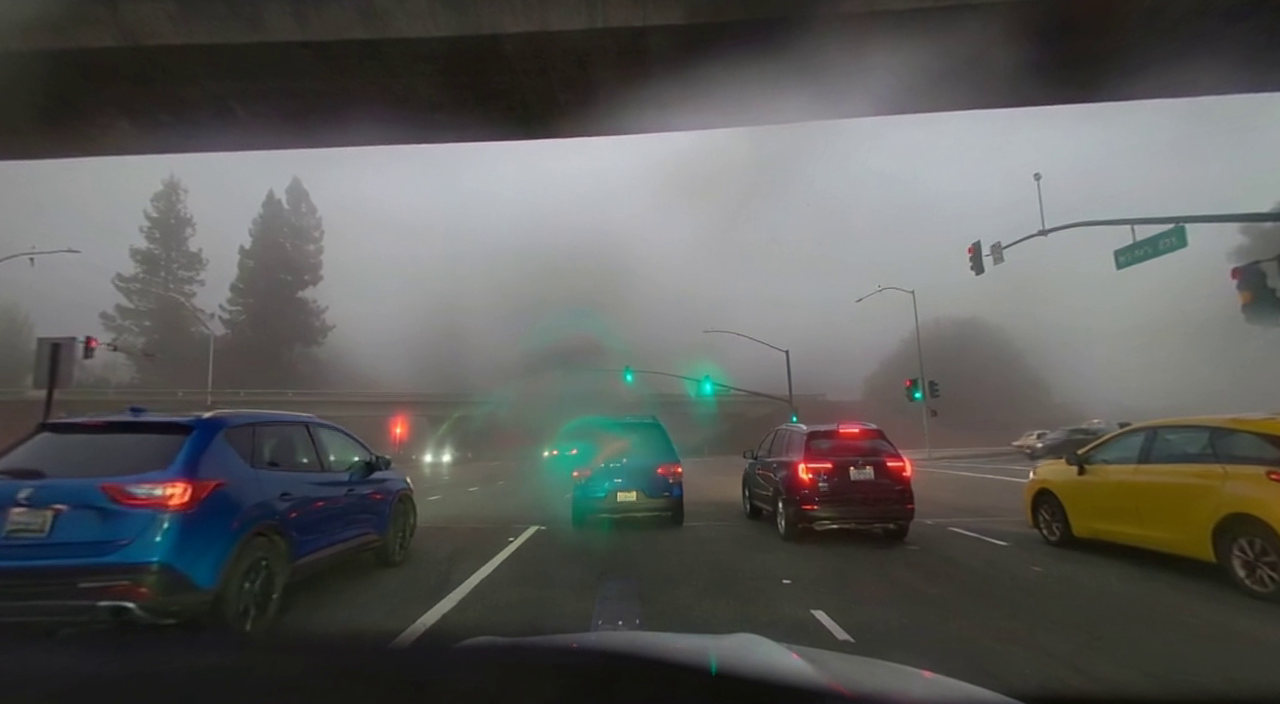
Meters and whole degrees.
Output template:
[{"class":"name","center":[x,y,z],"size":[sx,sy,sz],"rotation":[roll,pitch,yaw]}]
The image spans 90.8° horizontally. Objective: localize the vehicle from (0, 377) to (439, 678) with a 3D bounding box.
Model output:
[{"class":"vehicle","center":[-3.770,1.378,6.150],"size":[2.060,1.768,4.681],"rotation":[0,-8,0]}]

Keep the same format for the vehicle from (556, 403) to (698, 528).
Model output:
[{"class":"vehicle","center":[-0.279,2.212,12.815],"size":[2.342,2.026,4.642],"rotation":[0,-8,-2]}]

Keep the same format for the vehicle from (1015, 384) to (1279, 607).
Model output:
[{"class":"vehicle","center":[6.208,1.354,6.456],"size":[2.074,1.785,4.320],"rotation":[0,-8,0]}]
